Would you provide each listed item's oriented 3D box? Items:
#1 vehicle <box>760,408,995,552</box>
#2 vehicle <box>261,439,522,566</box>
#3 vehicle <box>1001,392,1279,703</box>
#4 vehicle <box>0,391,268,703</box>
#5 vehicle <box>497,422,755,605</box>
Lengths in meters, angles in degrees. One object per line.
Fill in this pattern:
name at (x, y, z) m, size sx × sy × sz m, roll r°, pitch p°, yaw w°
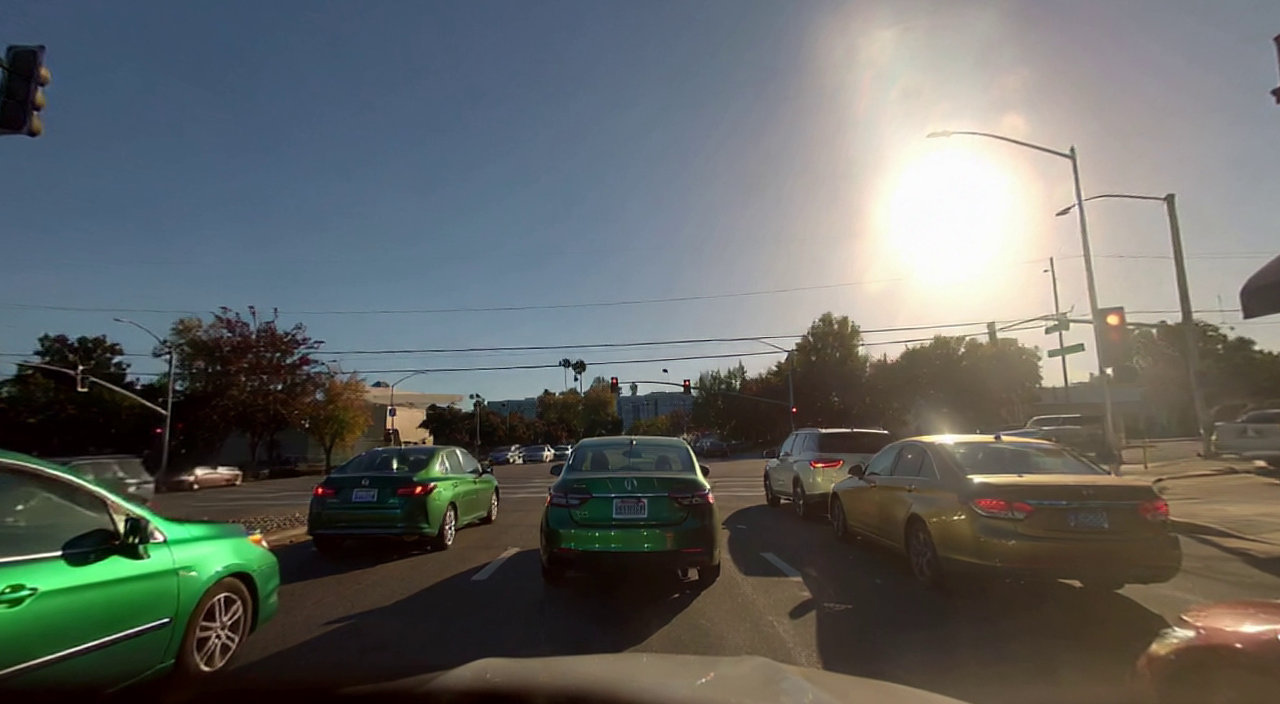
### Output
vehicle at (3.303, 1.869, 9.839) m, size 1.992 × 1.744 × 4.183 m, roll 0°, pitch -8°, yaw 0°
vehicle at (-3.304, 2.071, 9.533) m, size 1.995 × 1.436 × 4.373 m, roll -1°, pitch -8°, yaw 3°
vehicle at (3.937, 0.967, 3.096) m, size 1.800 × 1.519 × 4.198 m, roll 0°, pitch -8°, yaw 0°
vehicle at (-3.480, 0.849, 1.830) m, size 2.016 × 1.547 × 4.414 m, roll 0°, pitch -8°, yaw 1°
vehicle at (-0.132, 1.652, 7.376) m, size 2.140 × 1.499 × 4.119 m, roll 0°, pitch -8°, yaw 0°
